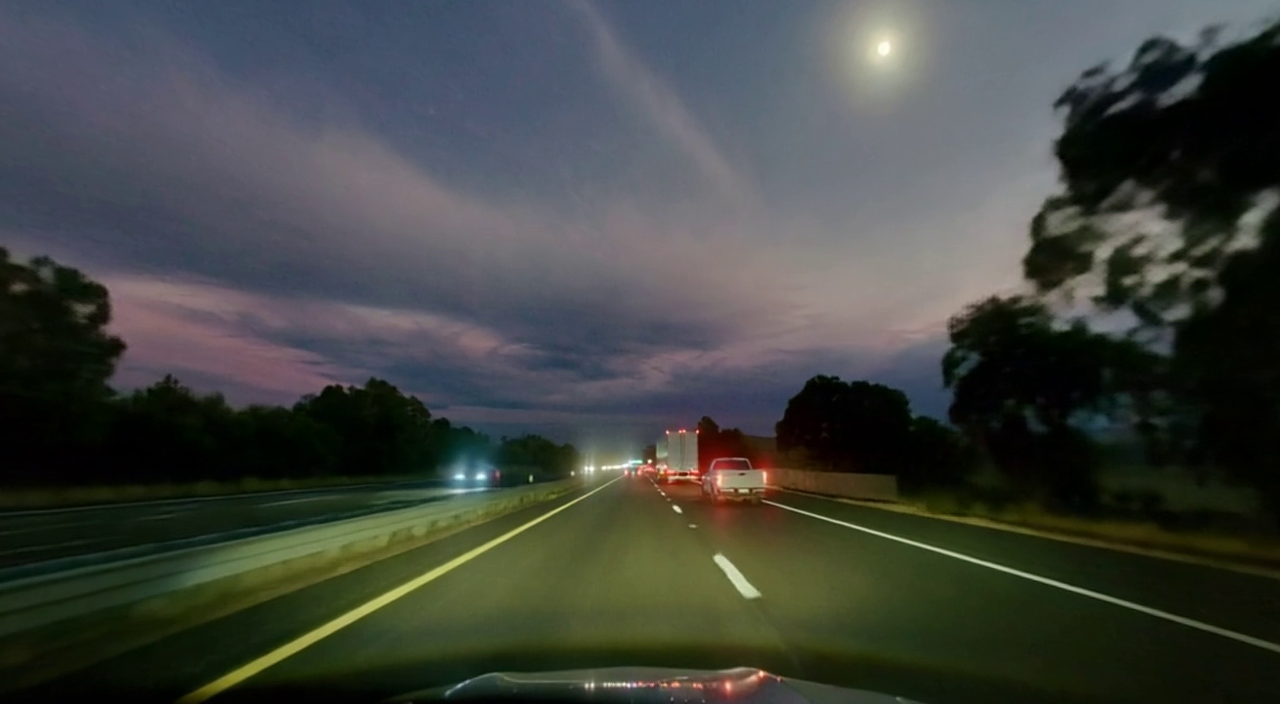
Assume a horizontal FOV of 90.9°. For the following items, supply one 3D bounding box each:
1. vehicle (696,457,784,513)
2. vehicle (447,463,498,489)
[{"bbox_3d":[3.248,4.460,21.435,2.124,1.662,4.641,1,-10,-1],"label":"vehicle"},{"bbox_3d":[-10.333,7.685,39.088,2.015,1.457,3.979,1,-10,0],"label":"vehicle"}]
